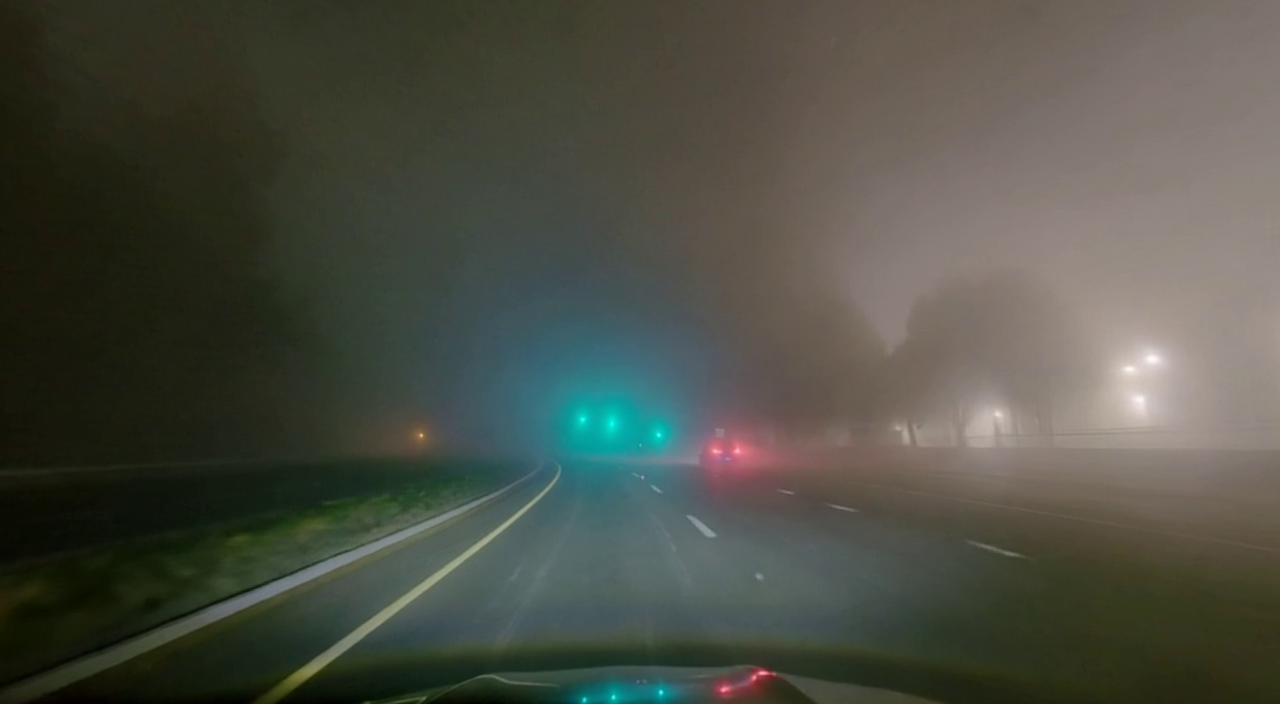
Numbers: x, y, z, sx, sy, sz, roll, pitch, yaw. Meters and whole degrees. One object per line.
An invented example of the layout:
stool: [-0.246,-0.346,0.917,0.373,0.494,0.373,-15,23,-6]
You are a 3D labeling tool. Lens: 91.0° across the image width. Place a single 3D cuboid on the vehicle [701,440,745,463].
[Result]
vehicle: [5.734,6.937,44.094,1.908,1.483,4.474,1,-9,-9]
